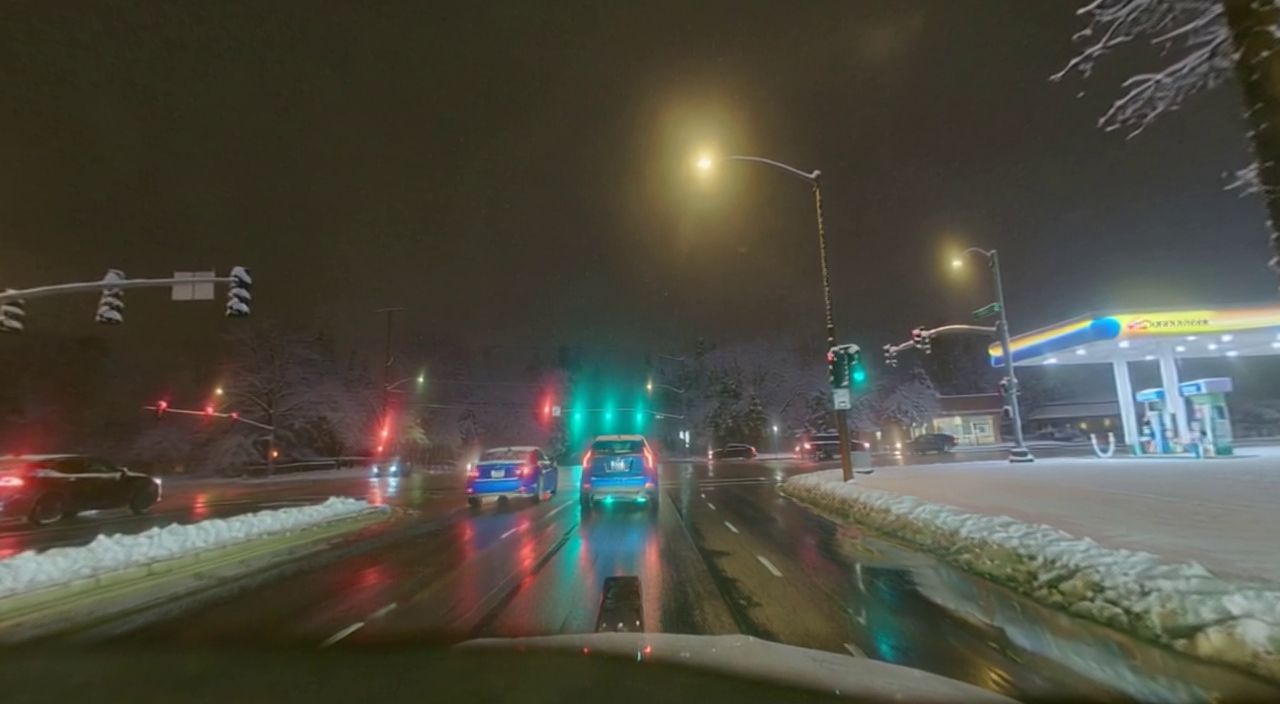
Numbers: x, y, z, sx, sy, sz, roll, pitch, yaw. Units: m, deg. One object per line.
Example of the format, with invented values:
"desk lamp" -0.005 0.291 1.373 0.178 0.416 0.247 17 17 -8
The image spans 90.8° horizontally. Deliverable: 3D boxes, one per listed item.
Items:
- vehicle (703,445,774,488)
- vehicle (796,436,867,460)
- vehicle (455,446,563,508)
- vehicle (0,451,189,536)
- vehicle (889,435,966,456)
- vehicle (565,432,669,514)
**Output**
"vehicle" 3.901 4.369 24.494 1.976 1.462 4.342 -3 -9 18
"vehicle" 13.861 6.974 45.951 4.524 1.681 1.823 0 -8 0
"vehicle" -3.488 3.397 17.723 2.003 1.492 4.291 0 -8 2
"vehicle" -13.455 3.193 14.967 1.995 1.626 4.592 0 -8 2
"vehicle" 20.720 6.762 45.668 4.700 1.417 1.789 0 -8 2
"vehicle" -0.467 2.888 15.629 2.210 1.722 4.215 0 -8 1
